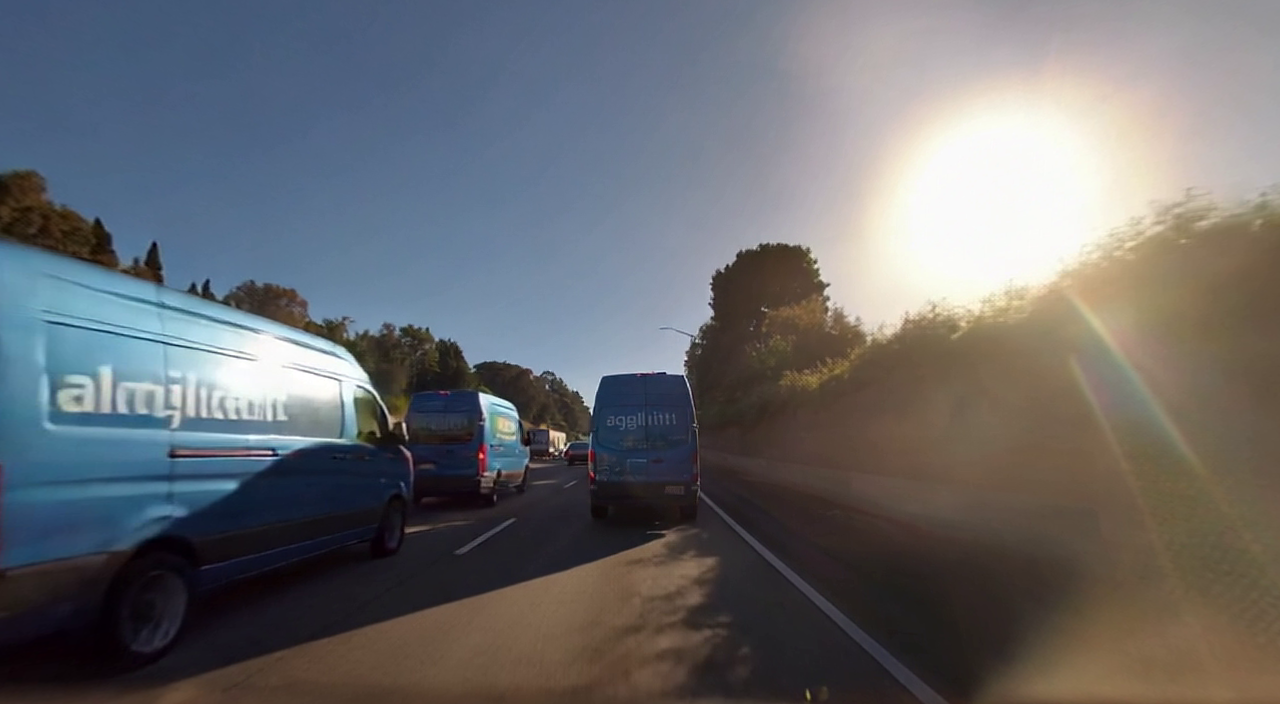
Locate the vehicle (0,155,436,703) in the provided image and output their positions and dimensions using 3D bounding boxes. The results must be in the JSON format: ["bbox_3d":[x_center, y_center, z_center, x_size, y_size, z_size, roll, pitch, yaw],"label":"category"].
[{"bbox_3d":[-3.757,0.846,4.843,2.729,2.439,5.418,1,-9,-3],"label":"vehicle"}]

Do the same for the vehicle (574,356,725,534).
[{"bbox_3d":[0.132,1.895,12.995,2.316,2.738,6.398,0,-9,0],"label":"vehicle"}]
